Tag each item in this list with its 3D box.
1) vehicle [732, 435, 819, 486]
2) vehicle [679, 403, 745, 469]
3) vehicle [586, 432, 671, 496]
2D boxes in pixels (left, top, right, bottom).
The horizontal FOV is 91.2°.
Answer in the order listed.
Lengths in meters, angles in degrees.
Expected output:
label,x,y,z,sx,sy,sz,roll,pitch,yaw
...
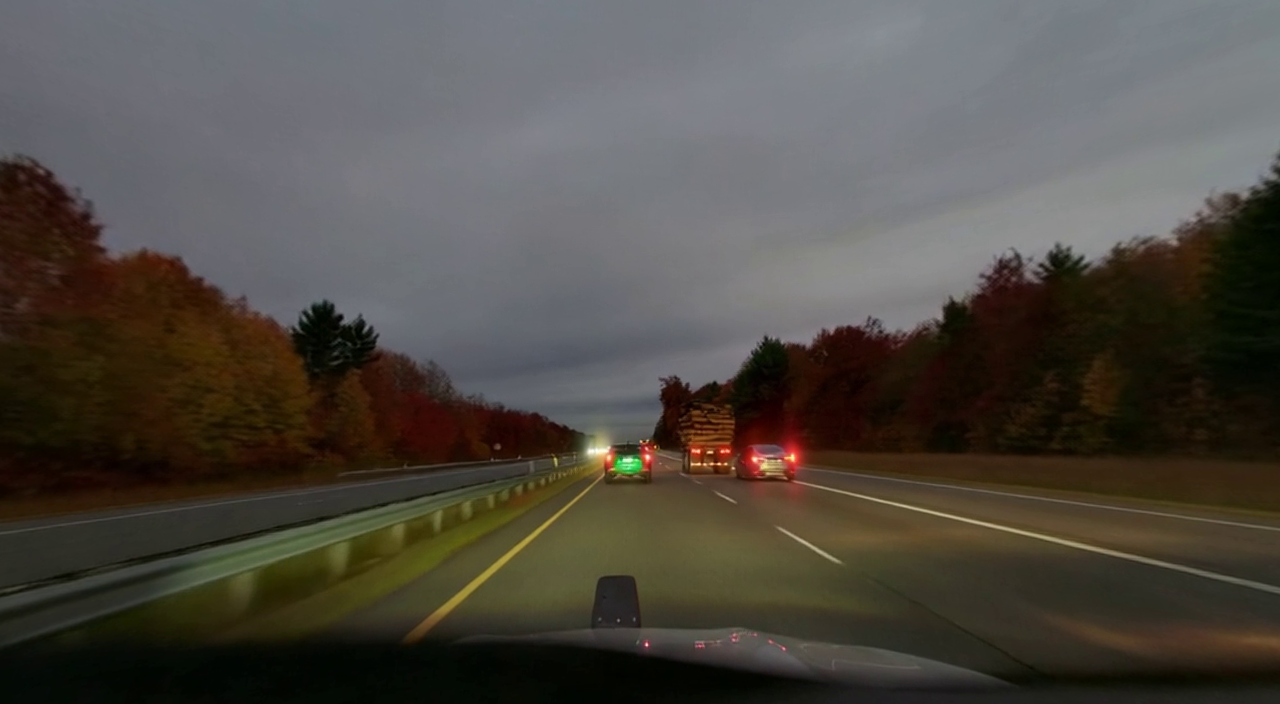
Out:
label,x,y,z,sx,sy,sz,roll,pitch,yaw
vehicle,4.822,3.944,23.031,2.057,1.660,4.525,0,-9,-2
vehicle,4.528,5.640,41.519,3.125,3.895,8.461,0,-9,-1
vehicle,-0.316,3.322,18.911,2.263,1.699,3.936,0,-9,0
